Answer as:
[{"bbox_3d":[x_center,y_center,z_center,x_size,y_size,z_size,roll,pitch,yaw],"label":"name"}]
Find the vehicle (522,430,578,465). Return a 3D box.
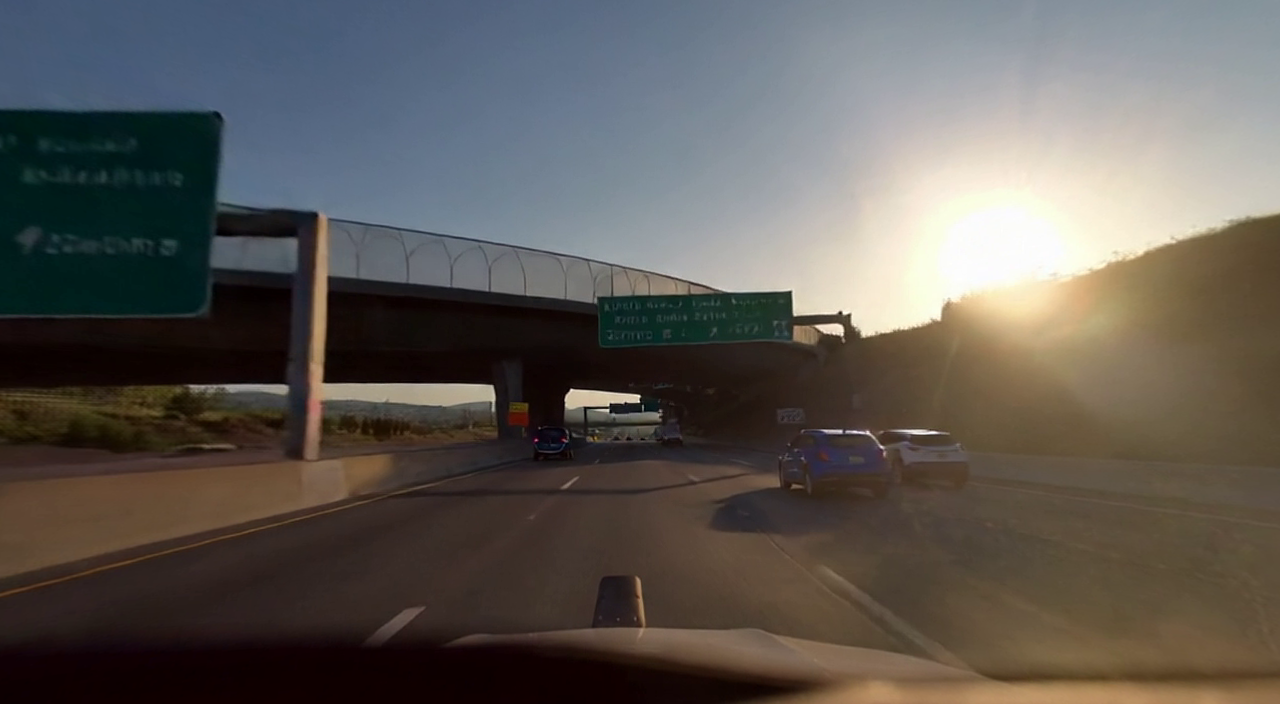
[{"bbox_3d":[-4.020,4.355,28.837,2.032,1.465,4.316,0,-8,-1],"label":"vehicle"}]

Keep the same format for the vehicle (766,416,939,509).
[{"bbox_3d":[4.076,2.166,12.878,2.011,1.576,4.060,0,-8,-2],"label":"vehicle"}]

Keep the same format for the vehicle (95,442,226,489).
[{"bbox_3d":[-17.290,4.070,22.932,1.764,1.516,3.867,0,-8,-1],"label":"vehicle"}]
